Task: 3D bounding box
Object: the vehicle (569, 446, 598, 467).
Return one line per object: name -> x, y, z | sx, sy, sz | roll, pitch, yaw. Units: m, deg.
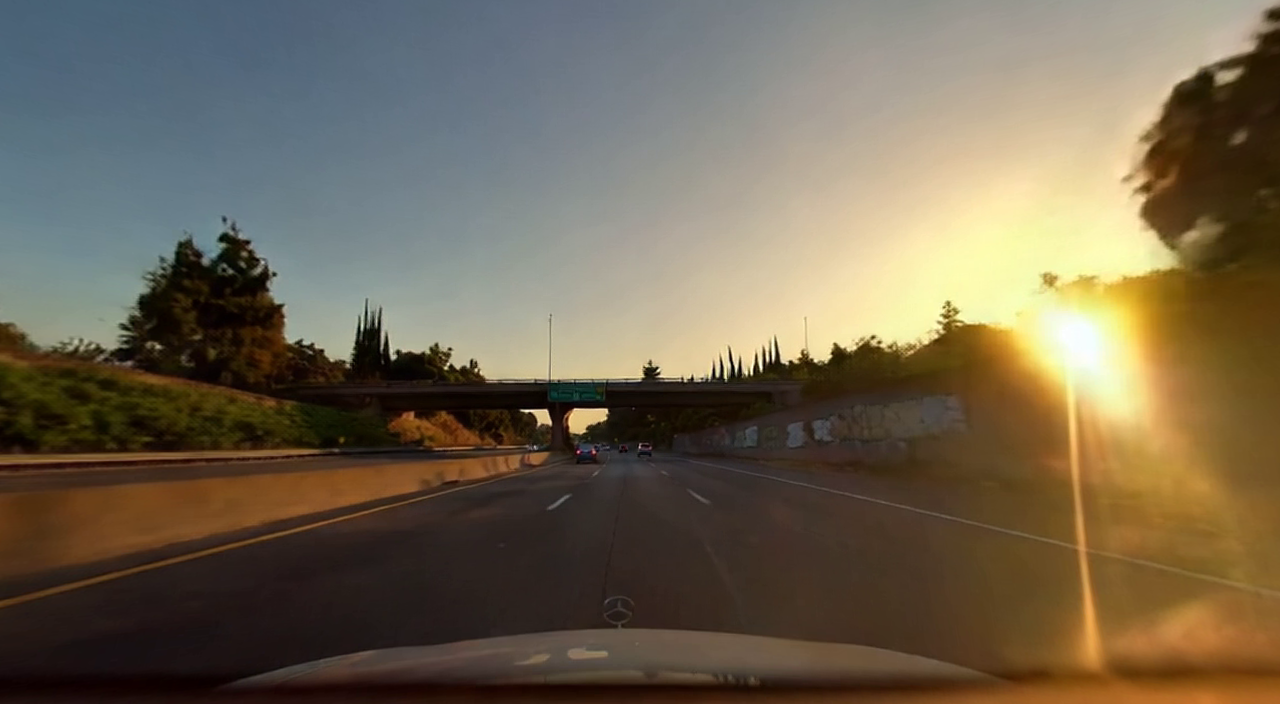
vehicle -> -4.068, 7.608, 45.736 | 1.871, 1.459, 3.771 | 0, -9, -1
